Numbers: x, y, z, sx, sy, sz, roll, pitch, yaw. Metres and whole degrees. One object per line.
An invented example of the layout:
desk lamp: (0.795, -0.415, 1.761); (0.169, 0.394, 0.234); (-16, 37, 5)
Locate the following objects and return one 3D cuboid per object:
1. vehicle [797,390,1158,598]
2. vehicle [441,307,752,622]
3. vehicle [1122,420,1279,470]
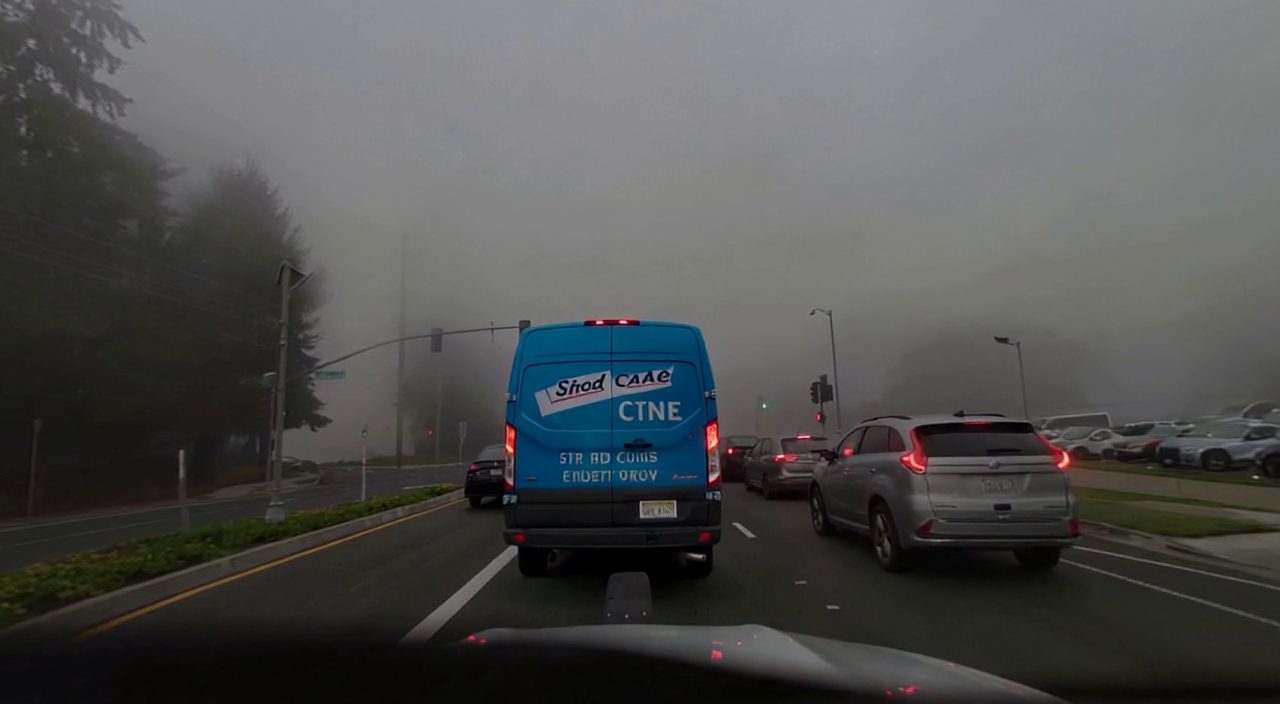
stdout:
vehicle: (3.434, 1.531, 7.614); (1.965, 1.771, 4.295); (0, -8, 0)
vehicle: (-0.303, 1.231, 7.545); (2.422, 2.488, 4.992); (0, -8, 1)
vehicle: (17.187, 2.831, 19.181); (3.491, 1.443, 1.837); (0, -8, 0)
